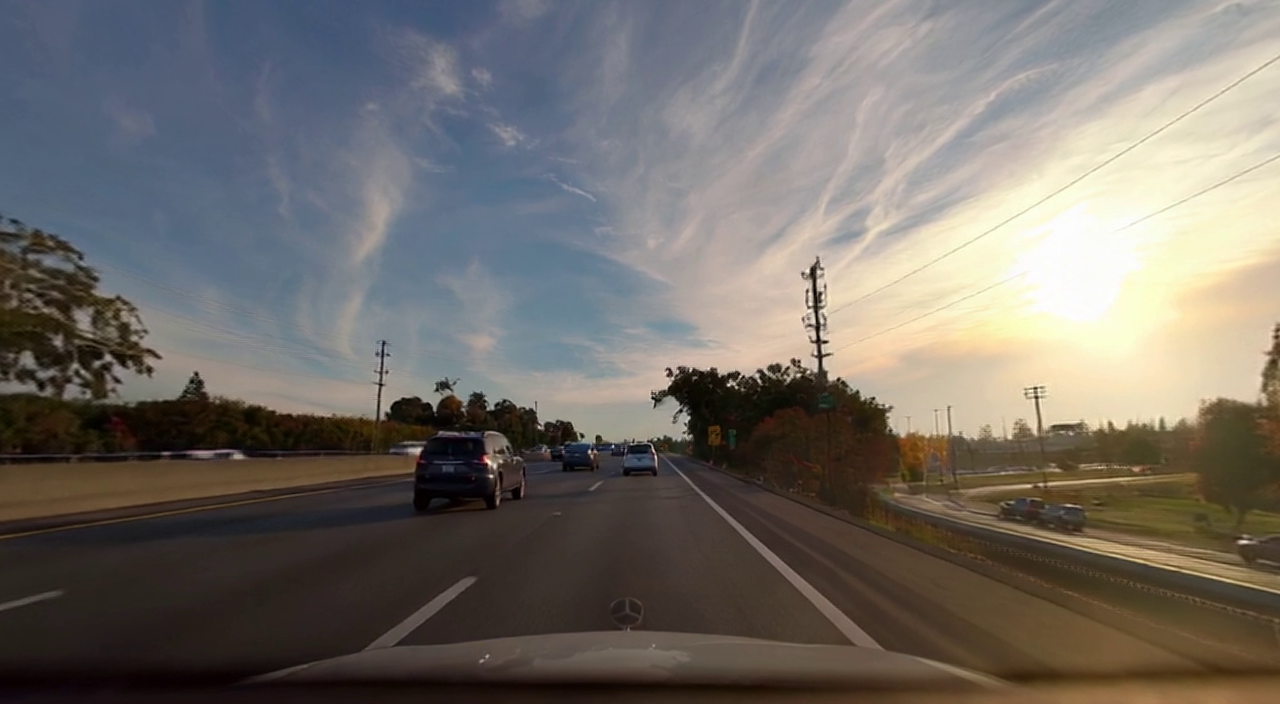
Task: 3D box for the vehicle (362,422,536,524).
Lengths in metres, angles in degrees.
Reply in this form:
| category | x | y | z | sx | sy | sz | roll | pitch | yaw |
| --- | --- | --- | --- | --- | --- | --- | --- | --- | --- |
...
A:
| category | x | y | z | sx | sy | sz | roll | pitch | yaw |
| --- | --- | --- | --- | --- | --- | --- | --- | --- | --- |
| vehicle | -3.707 | 2.451 | 13.282 | 2.104 | 1.754 | 4.515 | 0 | -9 | 2 |

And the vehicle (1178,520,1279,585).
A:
| category | x | y | z | sx | sy | sz | roll | pitch | yaw |
| --- | --- | --- | --- | --- | --- | --- | --- | --- | --- |
| vehicle | 22.477 | 7.259 | 22.988 | 1.826 | 1.625 | 4.758 | -1 | -9 | 6 |

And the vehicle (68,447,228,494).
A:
| category | x | y | z | sx | sy | sz | roll | pitch | yaw |
| --- | --- | --- | --- | --- | --- | --- | --- | --- | --- |
| vehicle | -16.788 | 4.018 | 21.875 | 1.839 | 1.451 | 4.462 | 0 | -9 | 2 |

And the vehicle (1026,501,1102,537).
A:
| category | x | y | z | sx | sy | sz | roll | pitch | yaw |
| --- | --- | --- | --- | --- | --- | --- | --- | --- | --- |
| vehicle | 24.730 | 9.733 | 36.979 | 1.985 | 1.513 | 4.339 | -1 | -8 | 9 |

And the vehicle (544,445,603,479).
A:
| category | x | y | z | sx | sy | sz | roll | pitch | yaw |
| --- | --- | --- | --- | --- | --- | --- | --- | --- | --- |
| vehicle | -3.042 | 5.139 | 29.817 | 2.092 | 1.464 | 4.466 | 0 | -9 | 2 |

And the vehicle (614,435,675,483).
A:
| category | x | y | z | sx | sy | sz | roll | pitch | yaw |
| --- | --- | --- | --- | --- | --- | --- | --- | --- | --- |
| vehicle | 0.219 | 4.413 | 26.324 | 2.319 | 1.813 | 4.274 | 0 | -9 | 2 |
